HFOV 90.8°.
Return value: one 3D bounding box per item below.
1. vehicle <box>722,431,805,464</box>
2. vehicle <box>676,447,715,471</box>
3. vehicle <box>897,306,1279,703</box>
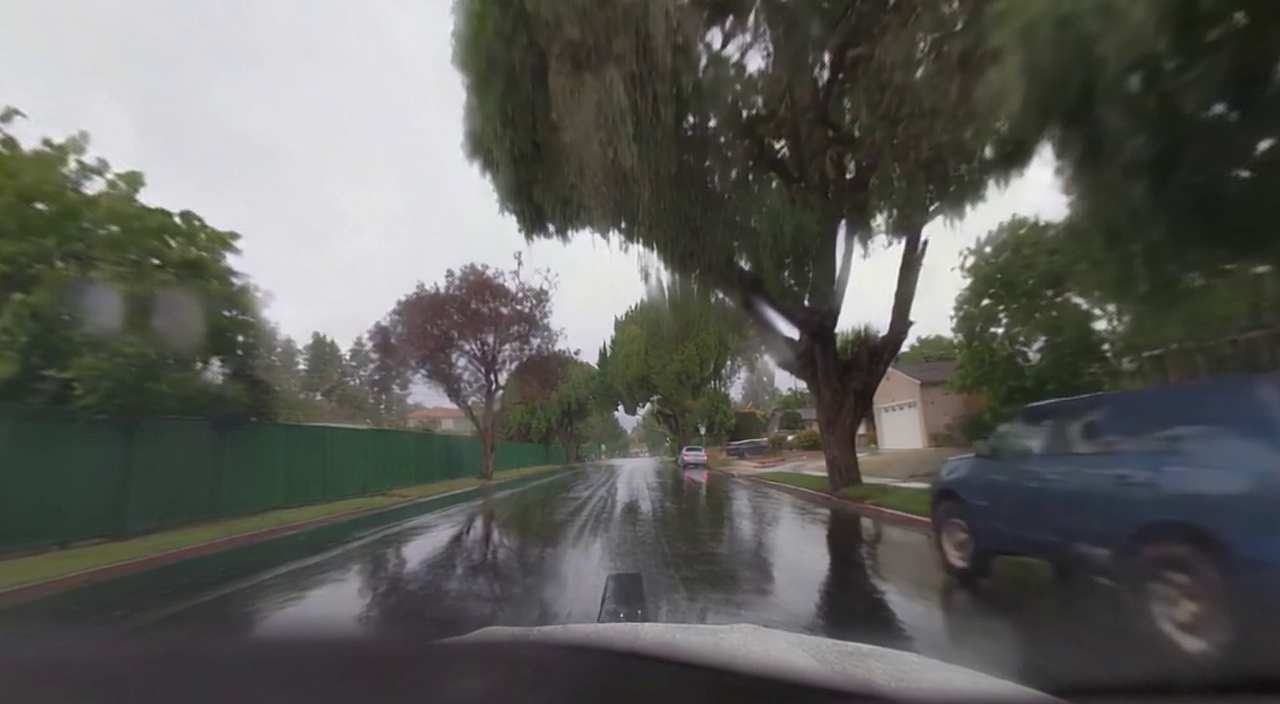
[{"bbox_3d":[9.689,7.573,49.920,5.935,1.911,2.236,-6,-9,0],"label":"vehicle"},{"bbox_3d":[3.776,7.393,43.899,2.051,1.524,5.047,0,-8,-2],"label":"vehicle"},{"bbox_3d":[4.094,1.086,5.052,2.220,2.045,4.139,0,-8,-1],"label":"vehicle"}]
